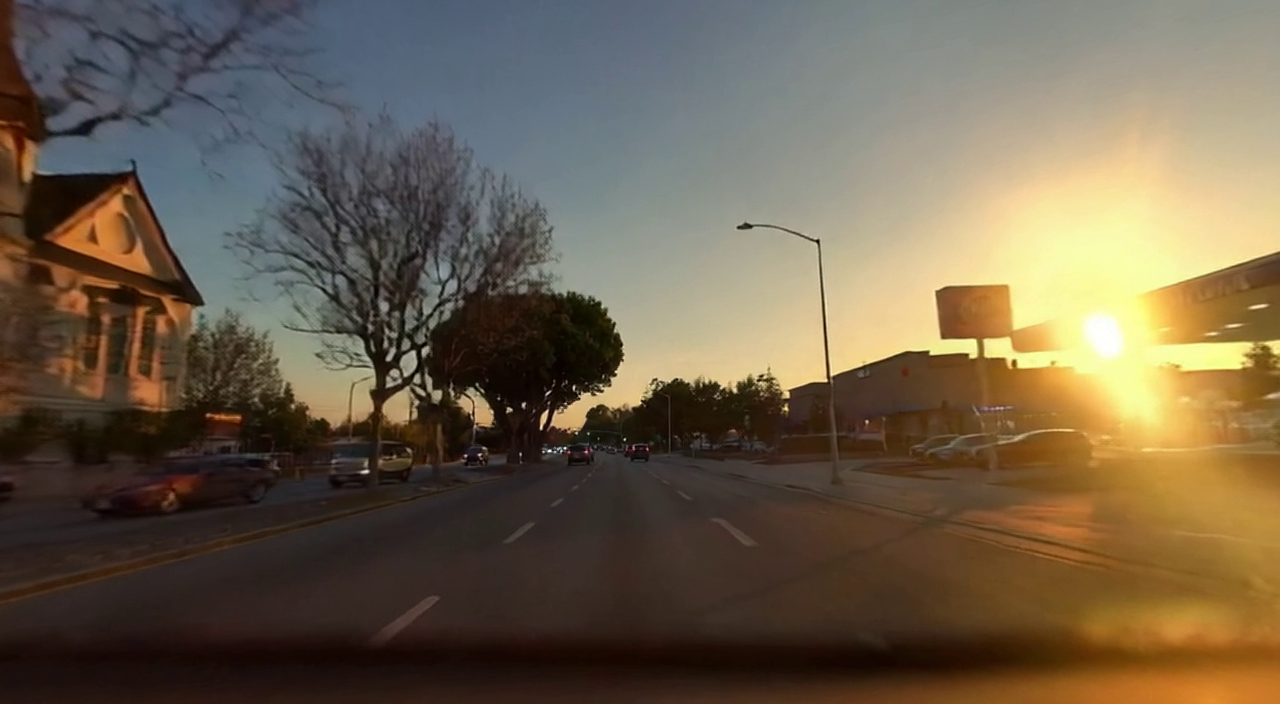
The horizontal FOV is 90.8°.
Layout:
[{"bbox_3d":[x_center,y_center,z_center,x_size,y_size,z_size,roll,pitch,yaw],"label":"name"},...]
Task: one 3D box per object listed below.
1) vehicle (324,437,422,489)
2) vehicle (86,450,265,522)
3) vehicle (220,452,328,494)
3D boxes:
[{"bbox_3d":[-11.440,4.779,27.545,2.229,1.957,5.057,-1,-9,-2],"label":"vehicle"},{"bbox_3d":[-11.081,3.168,15.420,1.771,1.508,3.453,0,-9,-2],"label":"vehicle"},{"bbox_3d":[-15.247,5.029,26.658,2.045,1.519,4.401,-1,-9,-2],"label":"vehicle"}]
